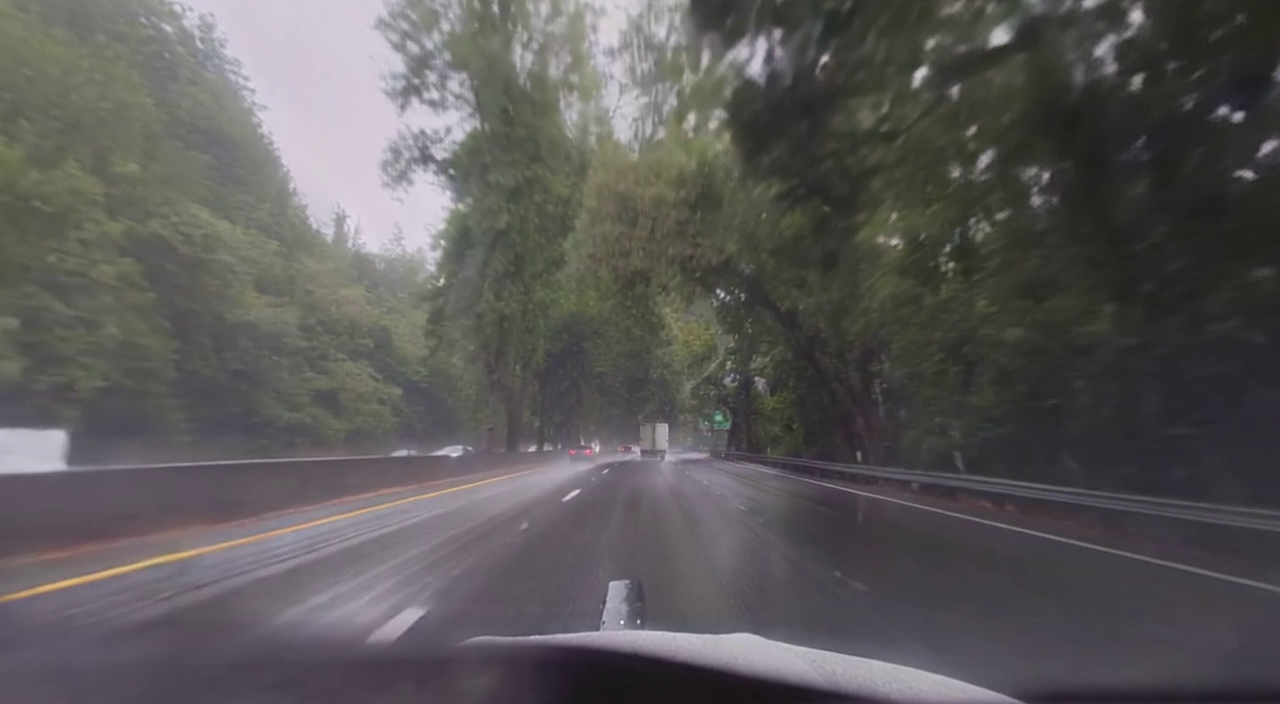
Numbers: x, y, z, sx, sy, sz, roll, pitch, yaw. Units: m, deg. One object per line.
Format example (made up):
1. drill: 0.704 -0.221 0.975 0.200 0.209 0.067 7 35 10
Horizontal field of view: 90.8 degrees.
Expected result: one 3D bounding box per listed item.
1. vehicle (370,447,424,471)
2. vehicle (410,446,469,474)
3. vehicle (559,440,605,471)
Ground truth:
1. vehicle: -15.982 7.021 41.682 1.757 1.450 4.253 0 -9 1
2. vehicle: -11.615 6.278 36.883 1.841 1.487 4.687 0 -9 1
3. vehicle: -3.183 5.779 35.441 2.057 1.618 4.212 0 -9 1
